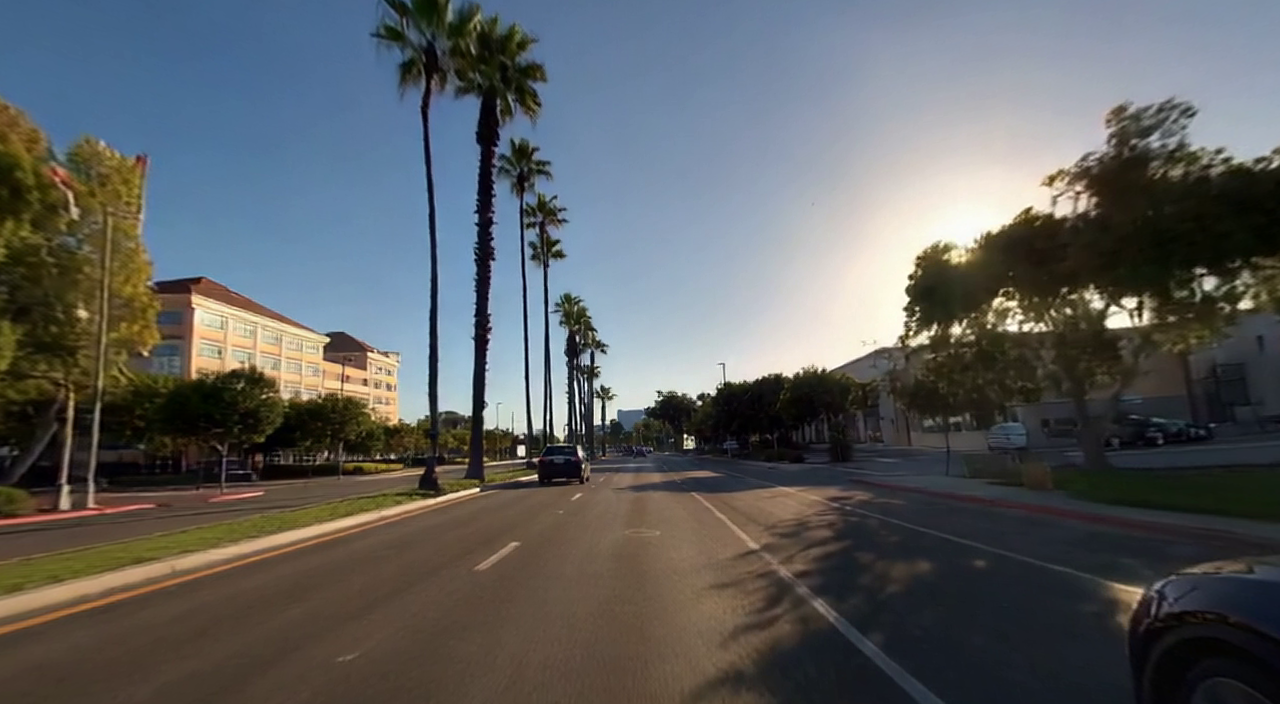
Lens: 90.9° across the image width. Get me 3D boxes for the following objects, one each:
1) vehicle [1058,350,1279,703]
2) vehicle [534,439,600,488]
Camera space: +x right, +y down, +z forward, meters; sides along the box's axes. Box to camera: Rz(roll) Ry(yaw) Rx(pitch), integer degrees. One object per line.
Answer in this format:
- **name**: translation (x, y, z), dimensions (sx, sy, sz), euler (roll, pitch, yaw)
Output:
- **vehicle**: translation (2.774, 0.563, 0.553), dimensions (1.946, 1.513, 4.133), euler (-1, -9, 0)
- **vehicle**: translation (-2.804, 4.417, 25.190), dimensions (1.998, 1.743, 4.402), euler (-1, -9, 1)
